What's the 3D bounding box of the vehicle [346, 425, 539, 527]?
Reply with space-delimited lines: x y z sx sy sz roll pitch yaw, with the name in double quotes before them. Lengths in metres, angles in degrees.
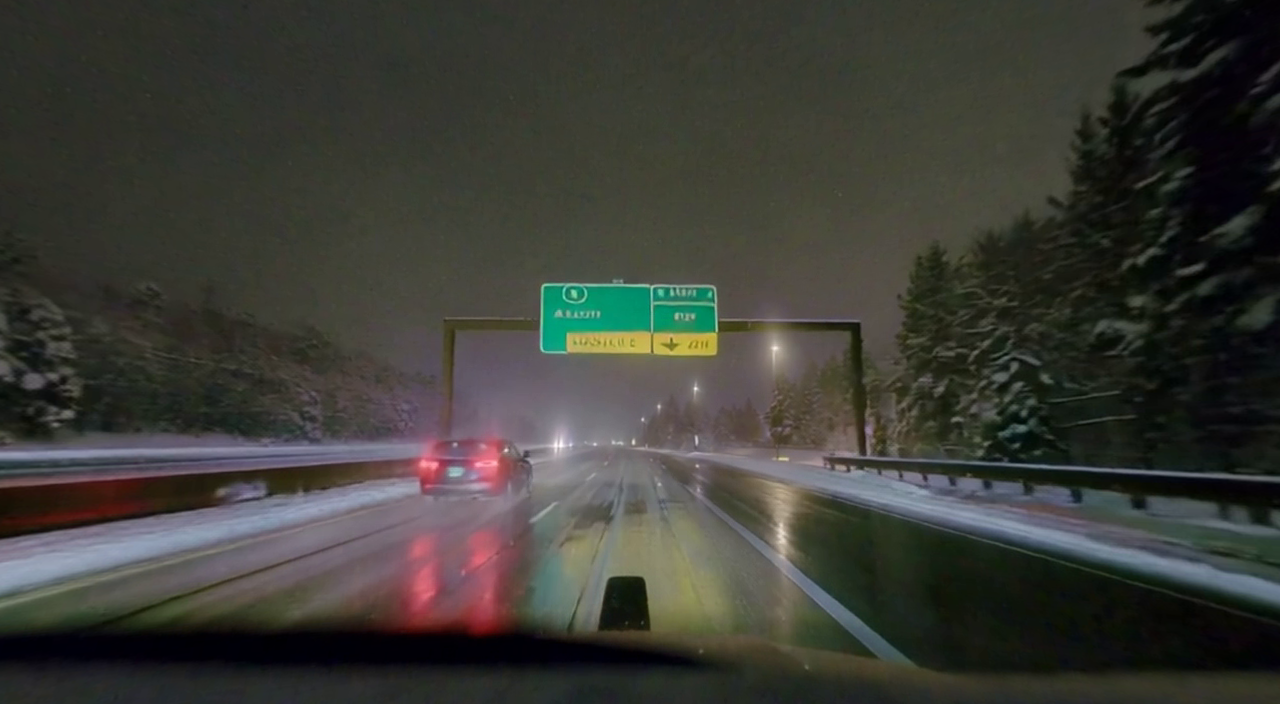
"vehicle" -3.583 2.356 12.659 2.160 1.608 5.012 0 -8 1
